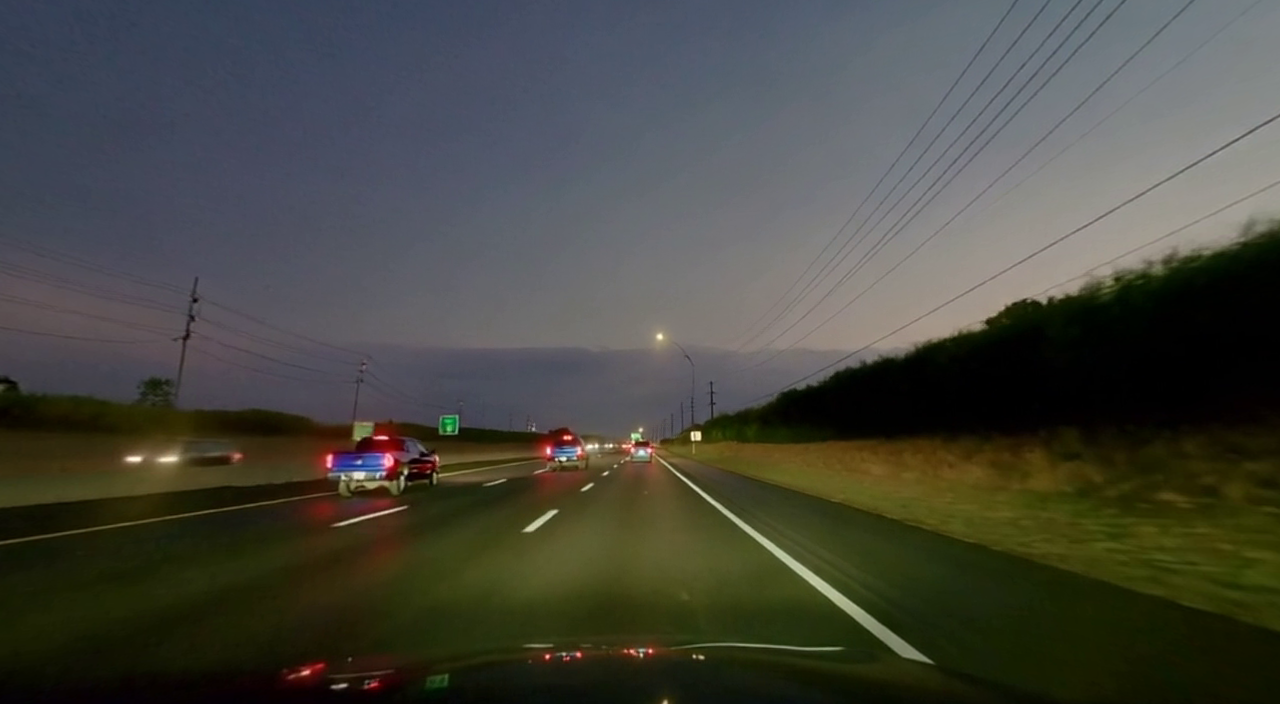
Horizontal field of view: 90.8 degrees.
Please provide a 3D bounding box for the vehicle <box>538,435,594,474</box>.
[{"bbox_3d":[-3.694,5.240,32.354,2.204,1.812,5.289,0,-9,0],"label":"vehicle"}]

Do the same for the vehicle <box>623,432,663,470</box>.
[{"bbox_3d":[0.189,6.137,39.258,2.358,2.144,4.713,0,-9,0],"label":"vehicle"}]

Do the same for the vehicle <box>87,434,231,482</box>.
[{"bbox_3d":[-21.065,4.650,28.043,2.146,1.906,5.388,0,-9,0],"label":"vehicle"}]

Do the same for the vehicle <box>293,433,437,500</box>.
[{"bbox_3d":[-7.423,3.133,17.651,2.013,1.609,4.446,0,-9,0],"label":"vehicle"}]
